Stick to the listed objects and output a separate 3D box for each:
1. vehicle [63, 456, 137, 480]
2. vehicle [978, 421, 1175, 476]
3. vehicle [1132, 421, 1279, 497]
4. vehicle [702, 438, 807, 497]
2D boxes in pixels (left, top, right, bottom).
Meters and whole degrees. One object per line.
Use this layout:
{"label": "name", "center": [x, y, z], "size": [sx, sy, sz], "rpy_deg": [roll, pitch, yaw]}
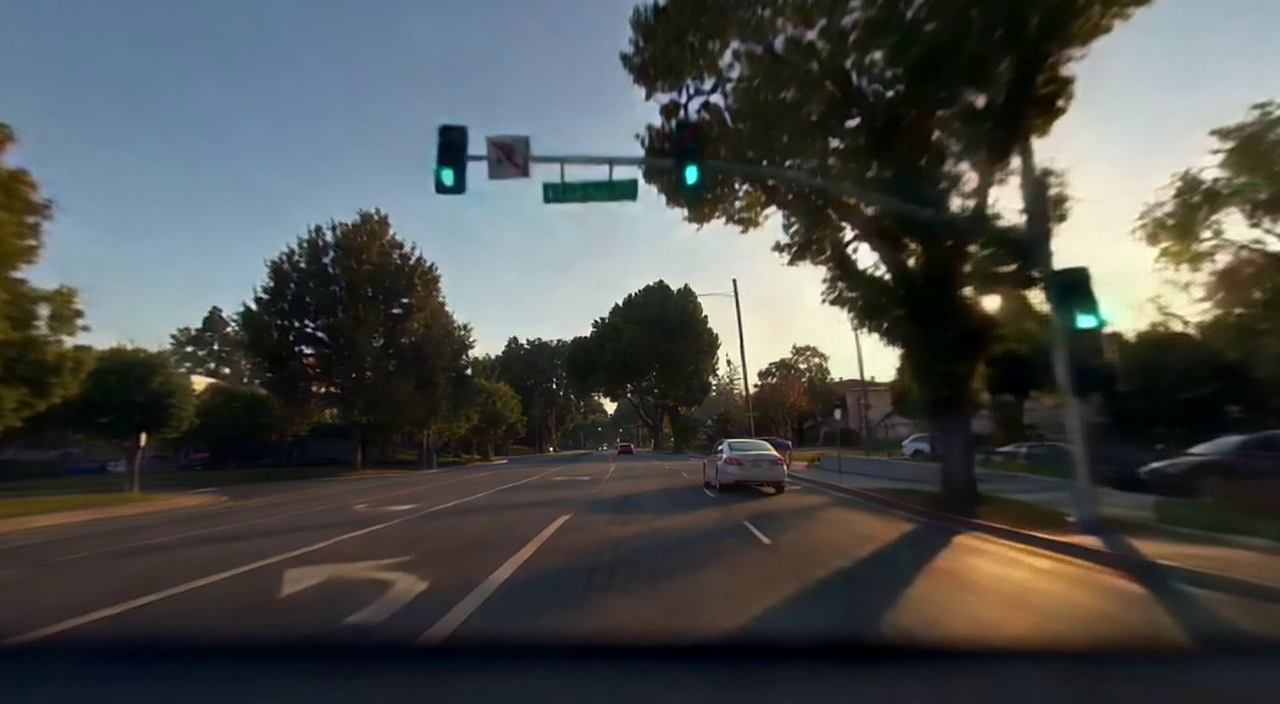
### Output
{"label": "vehicle", "center": [-38.115, 8.189, 44.621], "size": [1.733, 1.527, 3.731], "rpy_deg": [0, -9, 4]}
{"label": "vehicle", "center": [13.489, 3.006, 19.697], "size": [4.689, 1.583, 1.947], "rpy_deg": [0, -8, -1]}
{"label": "vehicle", "center": [14.119, 2.350, 13.997], "size": [4.514, 1.546, 2.044], "rpy_deg": [-1, -8, 5]}
{"label": "vehicle", "center": [3.105, 3.242, 18.106], "size": [2.134, 1.476, 4.327], "rpy_deg": [0, -8, -1]}
